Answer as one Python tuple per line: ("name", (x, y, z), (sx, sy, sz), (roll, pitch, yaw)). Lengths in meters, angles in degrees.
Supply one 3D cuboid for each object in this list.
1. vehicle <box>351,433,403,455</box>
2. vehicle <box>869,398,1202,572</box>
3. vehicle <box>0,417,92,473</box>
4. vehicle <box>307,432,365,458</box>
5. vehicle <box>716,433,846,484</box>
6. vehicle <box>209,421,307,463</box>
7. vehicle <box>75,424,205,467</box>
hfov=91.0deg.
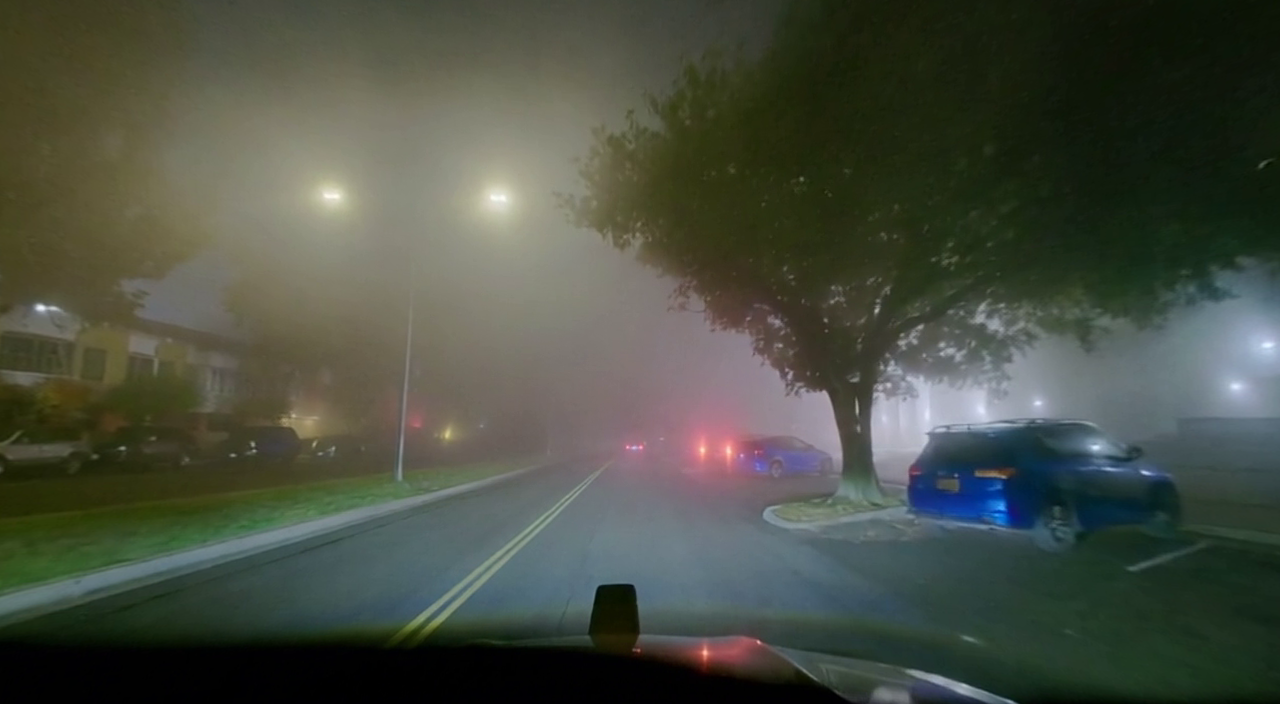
("vehicle", (-19.059, 6.722, 45.816), (1.811, 1.502, 4.639), (0, -8, -1))
("vehicle", (5.000, 1.507, 7.859), (3.995, 1.604, 1.973), (5, -10, -34))
("vehicle", (-19.023, 2.810, 19.003), (1.729, 1.566, 3.462), (-1, -8, 1))
("vehicle", (-19.097, 5.855, 39.703), (1.807, 1.501, 4.134), (0, -8, -3))
("vehicle", (4.683, 3.435, 20.686), (4.047, 1.497, 1.898), (5, -10, -35))
("vehicle", (-19.055, 4.517, 31.682), (1.972, 1.839, 4.553), (3, -8, 1))
("vehicle", (-19.057, 3.591, 24.243), (1.822, 1.506, 3.809), (-1, -8, 1))
